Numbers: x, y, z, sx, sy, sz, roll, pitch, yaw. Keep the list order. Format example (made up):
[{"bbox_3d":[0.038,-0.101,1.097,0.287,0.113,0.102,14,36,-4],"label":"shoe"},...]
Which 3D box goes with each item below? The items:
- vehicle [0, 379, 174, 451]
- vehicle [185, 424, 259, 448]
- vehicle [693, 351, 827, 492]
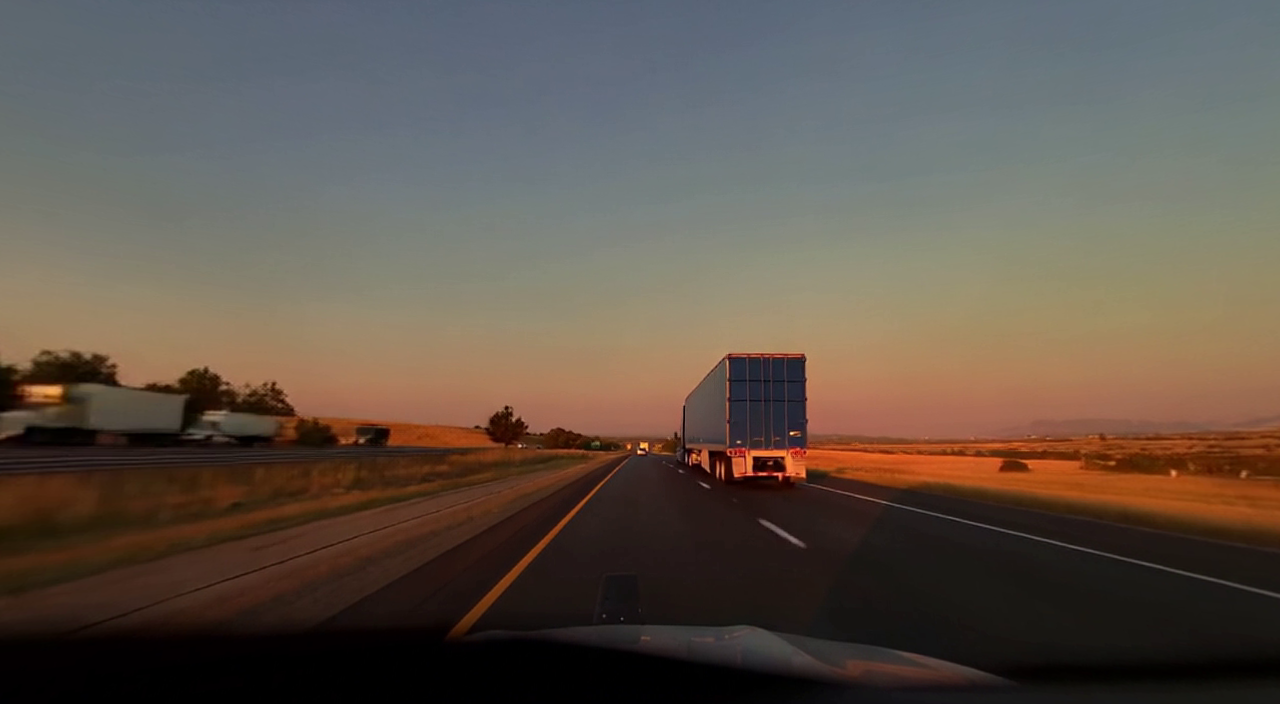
[{"bbox_3d":[-33.536,4.074,38.509,2.998,3.840,8.986,0,-9,0],"label":"vehicle"},{"bbox_3d":[-29.273,5.948,44.297,1.998,1.559,4.581,0,-9,1],"label":"vehicle"},{"bbox_3d":[4.082,3.027,25.201,2.818,4.206,12.987,0,-9,0],"label":"vehicle"}]
